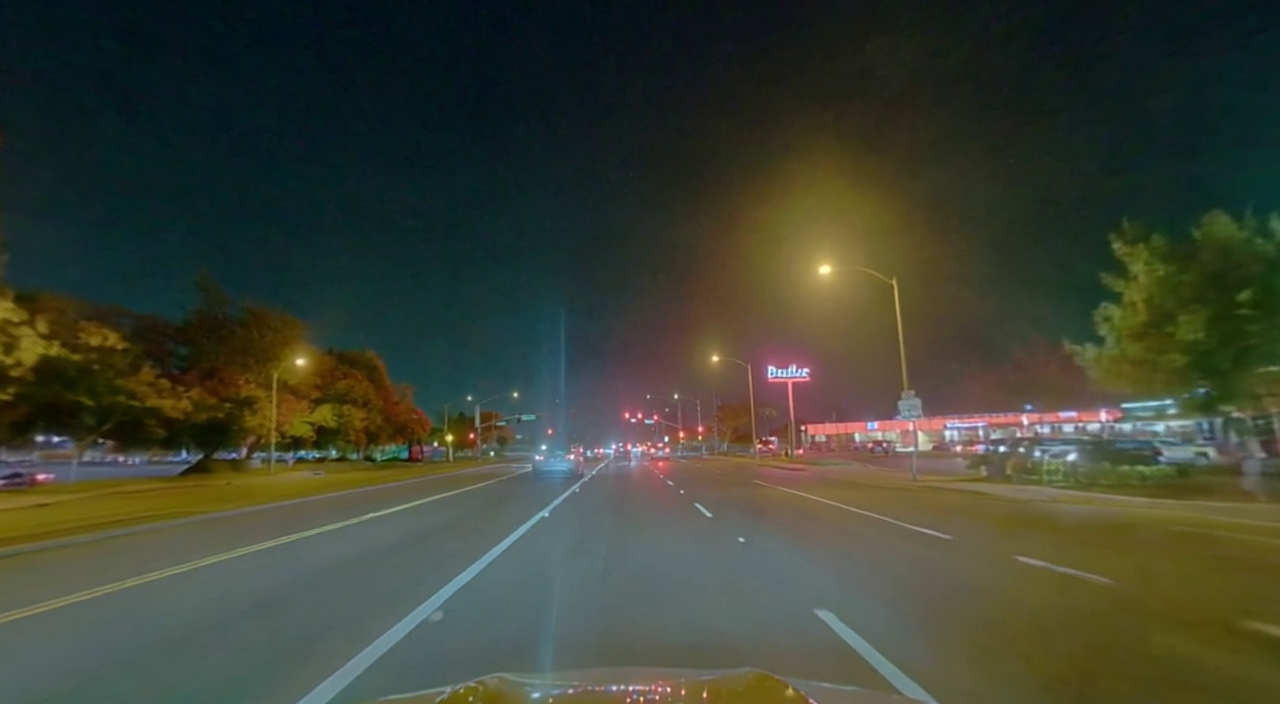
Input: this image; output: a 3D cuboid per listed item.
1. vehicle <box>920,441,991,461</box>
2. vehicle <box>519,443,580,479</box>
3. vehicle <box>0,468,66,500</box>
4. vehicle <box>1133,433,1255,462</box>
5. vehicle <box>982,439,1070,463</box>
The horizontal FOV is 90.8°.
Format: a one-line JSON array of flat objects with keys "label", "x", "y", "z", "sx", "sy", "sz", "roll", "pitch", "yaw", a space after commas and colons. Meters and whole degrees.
[{"label": "vehicle", "x": 24.821, "y": 7.772, "z": 49.852, "sx": 4.799, "sy": 1.497, "sz": 1.952, "roll": -4, "pitch": -9, "yaw": 22}, {"label": "vehicle", "x": -4.008, "y": 4.880, "z": 28.675, "sx": 2.097, "sy": 1.497, "sz": 4.571, "roll": 0, "pitch": -8, "yaw": 0}, {"label": "vehicle", "x": -43.919, "y": 9.386, "z": 45.138, "sx": 1.924, "sy": 1.972, "sz": 4.181, "roll": 0, "pitch": -8, "yaw": -3}, {"label": "vehicle", "x": 30.284, "y": 5.265, "z": 34.702, "sx": 4.522, "sy": 1.517, "sz": 1.943, "roll": -4, "pitch": -9, "yaw": 23}, {"label": "vehicle", "x": 24.718, "y": 6.360, "z": 40.645, "sx": 4.554, "sy": 1.470, "sz": 2.020, "roll": -4, "pitch": -9, "yaw": 24}]
